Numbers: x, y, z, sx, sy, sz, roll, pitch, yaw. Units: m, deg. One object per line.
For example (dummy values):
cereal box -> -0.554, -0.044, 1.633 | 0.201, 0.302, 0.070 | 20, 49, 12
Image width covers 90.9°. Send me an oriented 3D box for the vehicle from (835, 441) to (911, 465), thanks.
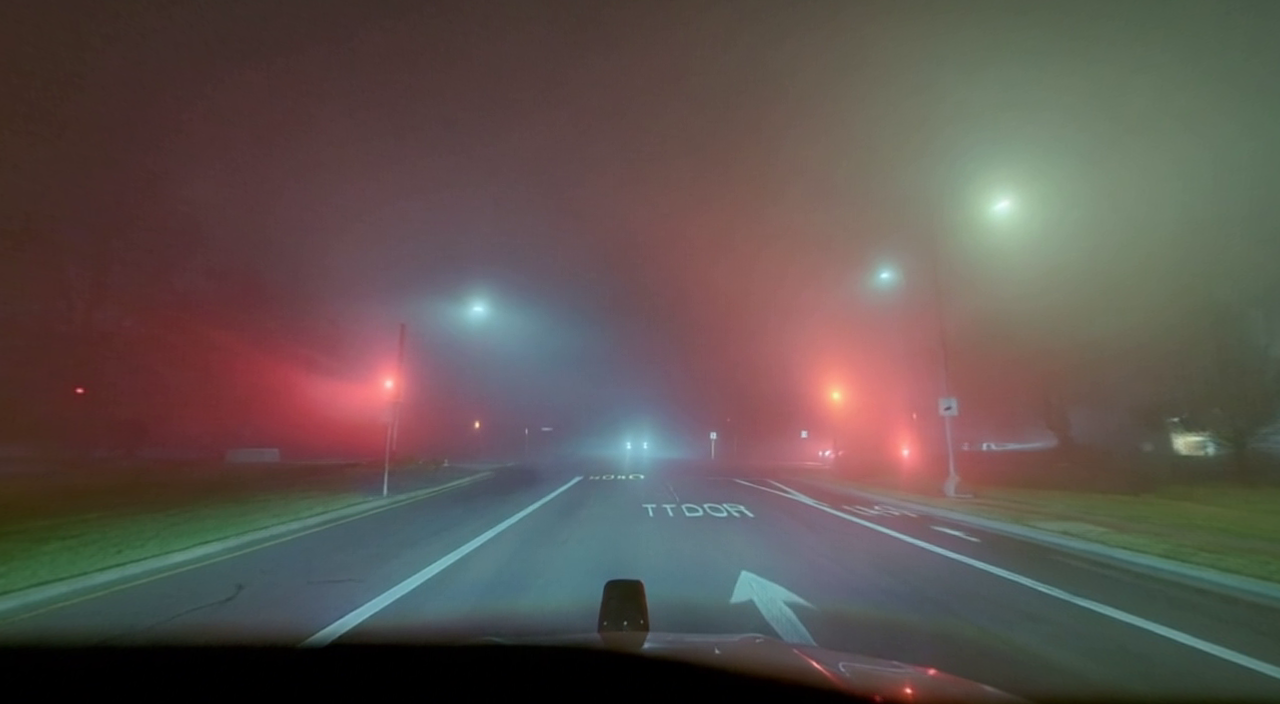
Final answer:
vehicle -> 16.942, 7.345, 45.954 | 4.715, 1.671, 2.030 | 0, -8, 0
